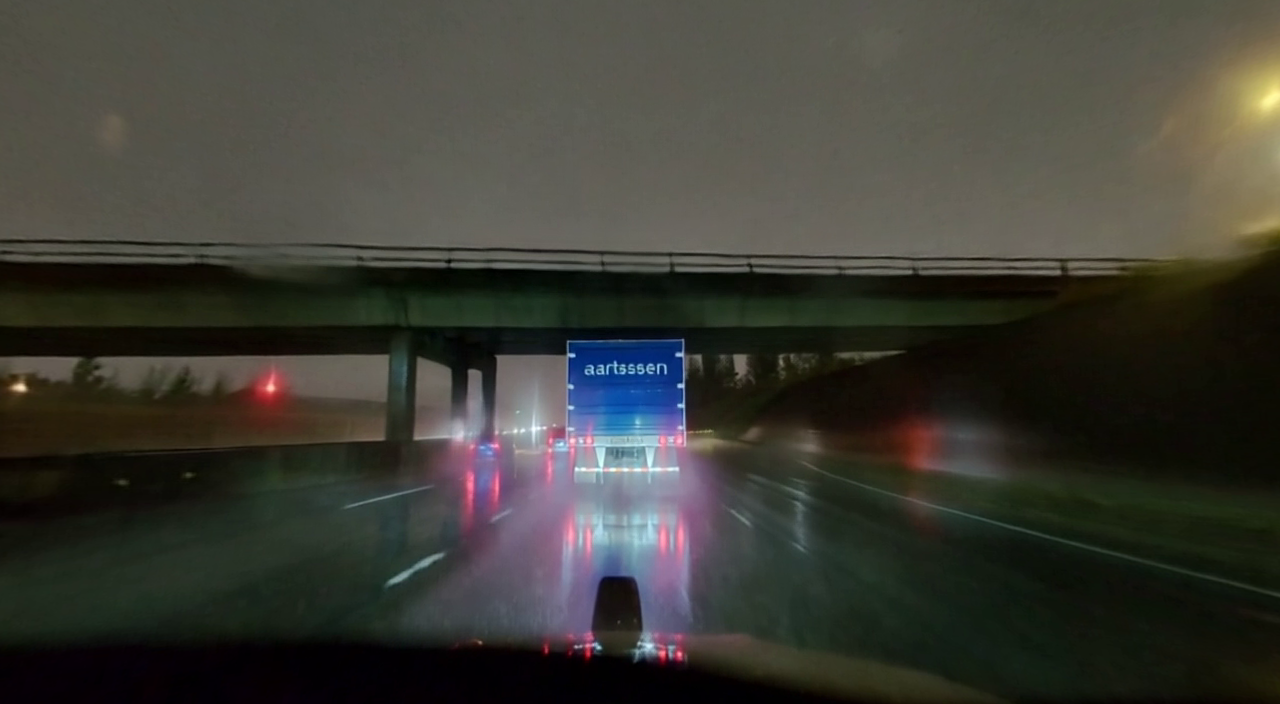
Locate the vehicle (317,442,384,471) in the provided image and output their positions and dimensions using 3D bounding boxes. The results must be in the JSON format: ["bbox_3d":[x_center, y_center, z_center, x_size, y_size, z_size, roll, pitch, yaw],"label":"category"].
[{"bbox_3d":[-16.394,5.907,35.824,1.884,1.465,3.988,0,-8,0],"label":"vehicle"}]

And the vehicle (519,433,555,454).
[{"bbox_3d":[-8.027,7.116,49.179,1.981,1.574,4.561,0,-8,1],"label":"vehicle"}]

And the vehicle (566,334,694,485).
[{"bbox_3d":[-0.295,2.250,22.494,3.442,4.106,10.719,0,-8,0],"label":"vehicle"}]

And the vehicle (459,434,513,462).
[{"bbox_3d":[-8.456,5.283,34.811,1.940,1.488,3.976,0,-8,0],"label":"vehicle"}]
